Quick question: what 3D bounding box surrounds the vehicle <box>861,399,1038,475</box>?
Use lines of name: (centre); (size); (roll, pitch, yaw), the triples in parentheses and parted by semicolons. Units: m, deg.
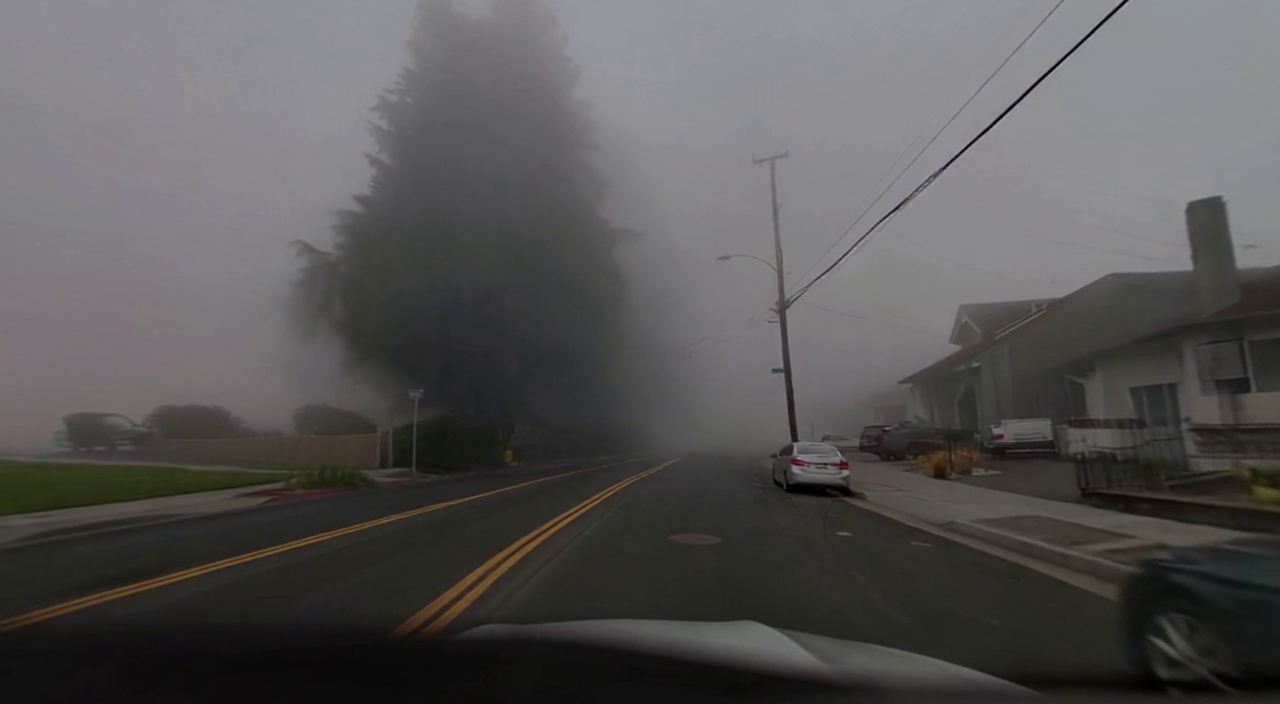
vehicle: (9.704, 2.749, 20.179); (4.387, 1.812, 2.018); (-7, -10, 5)

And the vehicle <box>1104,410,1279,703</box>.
vehicle: (3.262, 0.790, 1.393); (1.665, 1.425, 3.727); (0, -9, 1)

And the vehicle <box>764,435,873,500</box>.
vehicle: (4.510, 2.955, 16.557); (1.947, 1.479, 3.743); (-1, -9, 3)

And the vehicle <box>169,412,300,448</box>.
vehicle: (-17.433, 3.407, 27.279); (4.407, 1.478, 1.973); (-1, -9, 7)

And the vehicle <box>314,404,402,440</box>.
vehicle: (-15.592, 3.843, 34.960); (4.054, 1.565, 1.719); (-4, 1, 8)

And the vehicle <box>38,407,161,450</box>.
vehicle: (-26.510, 3.706, 31.221); (1.861, 1.795, 4.302); (2, -4, 10)
